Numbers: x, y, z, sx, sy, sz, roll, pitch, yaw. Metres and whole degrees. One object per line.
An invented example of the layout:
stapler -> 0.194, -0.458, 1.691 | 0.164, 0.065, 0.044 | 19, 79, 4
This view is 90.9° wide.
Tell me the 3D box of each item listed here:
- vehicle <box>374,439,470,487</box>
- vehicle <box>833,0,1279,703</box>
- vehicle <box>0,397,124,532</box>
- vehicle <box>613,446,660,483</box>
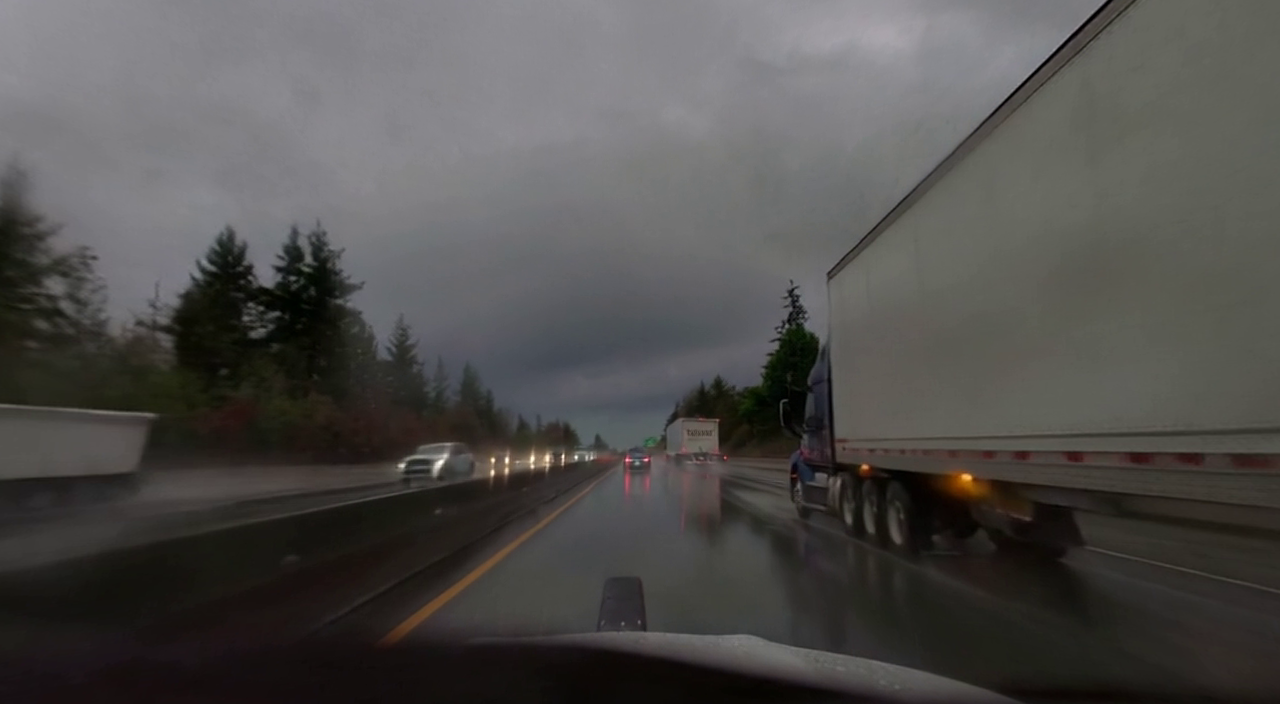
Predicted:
vehicle -> -8.161, 4.206, 24.074 | 2.034, 1.621, 4.525 | 0, -9, 0
vehicle -> 4.579, -0.279, 2.822 | 2.842, 4.060, 13.939 | 0, -9, -1
vehicle -> -13.230, 2.038, 11.325 | 2.255, 2.511, 6.577 | 0, -9, 0
vehicle -> -0.128, 4.909, 27.752 | 1.939, 1.495, 3.612 | 0, -9, 0
